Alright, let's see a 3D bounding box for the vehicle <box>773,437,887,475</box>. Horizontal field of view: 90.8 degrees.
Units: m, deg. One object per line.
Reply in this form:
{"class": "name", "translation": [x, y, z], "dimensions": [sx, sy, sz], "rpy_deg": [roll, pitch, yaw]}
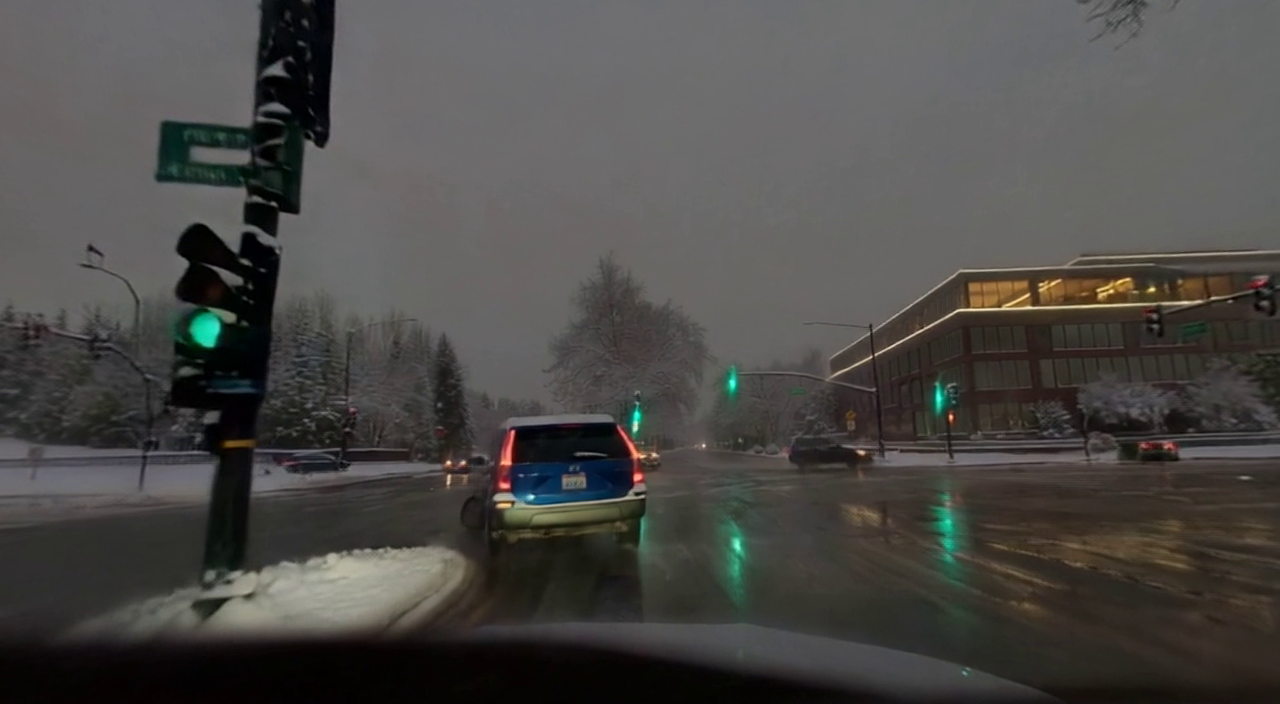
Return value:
{"class": "vehicle", "translation": [8.748, 4.794, 29.263], "dimensions": [4.529, 1.604, 2.130], "rpy_deg": [-6, -10, 35]}

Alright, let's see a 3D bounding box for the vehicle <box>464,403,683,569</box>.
{"class": "vehicle", "translation": [-1.218, 1.804, 9.268], "dimensions": [2.085, 1.807, 4.038], "rpy_deg": [3, -9, -22]}
